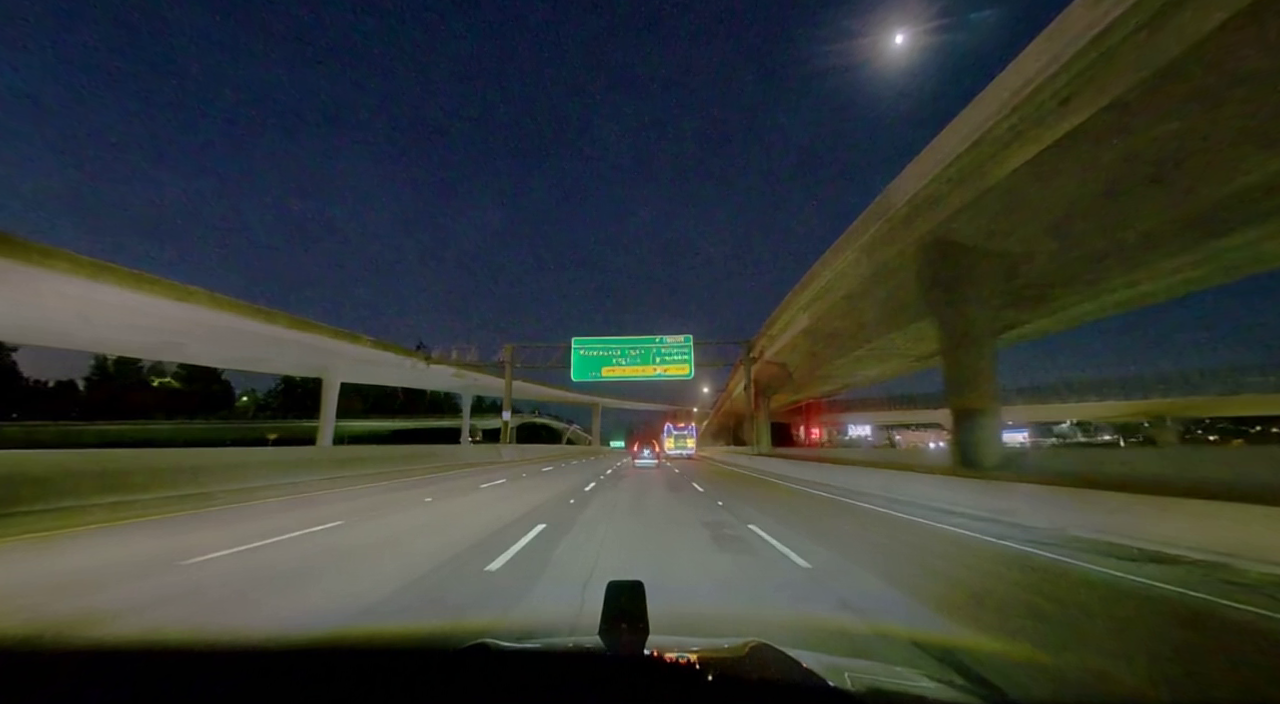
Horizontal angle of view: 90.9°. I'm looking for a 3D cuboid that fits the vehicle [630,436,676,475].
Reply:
[{"bbox_3d":[0.550,4.901,30.150,2.052,1.711,4.223,0,-8,-1],"label":"vehicle"}]
